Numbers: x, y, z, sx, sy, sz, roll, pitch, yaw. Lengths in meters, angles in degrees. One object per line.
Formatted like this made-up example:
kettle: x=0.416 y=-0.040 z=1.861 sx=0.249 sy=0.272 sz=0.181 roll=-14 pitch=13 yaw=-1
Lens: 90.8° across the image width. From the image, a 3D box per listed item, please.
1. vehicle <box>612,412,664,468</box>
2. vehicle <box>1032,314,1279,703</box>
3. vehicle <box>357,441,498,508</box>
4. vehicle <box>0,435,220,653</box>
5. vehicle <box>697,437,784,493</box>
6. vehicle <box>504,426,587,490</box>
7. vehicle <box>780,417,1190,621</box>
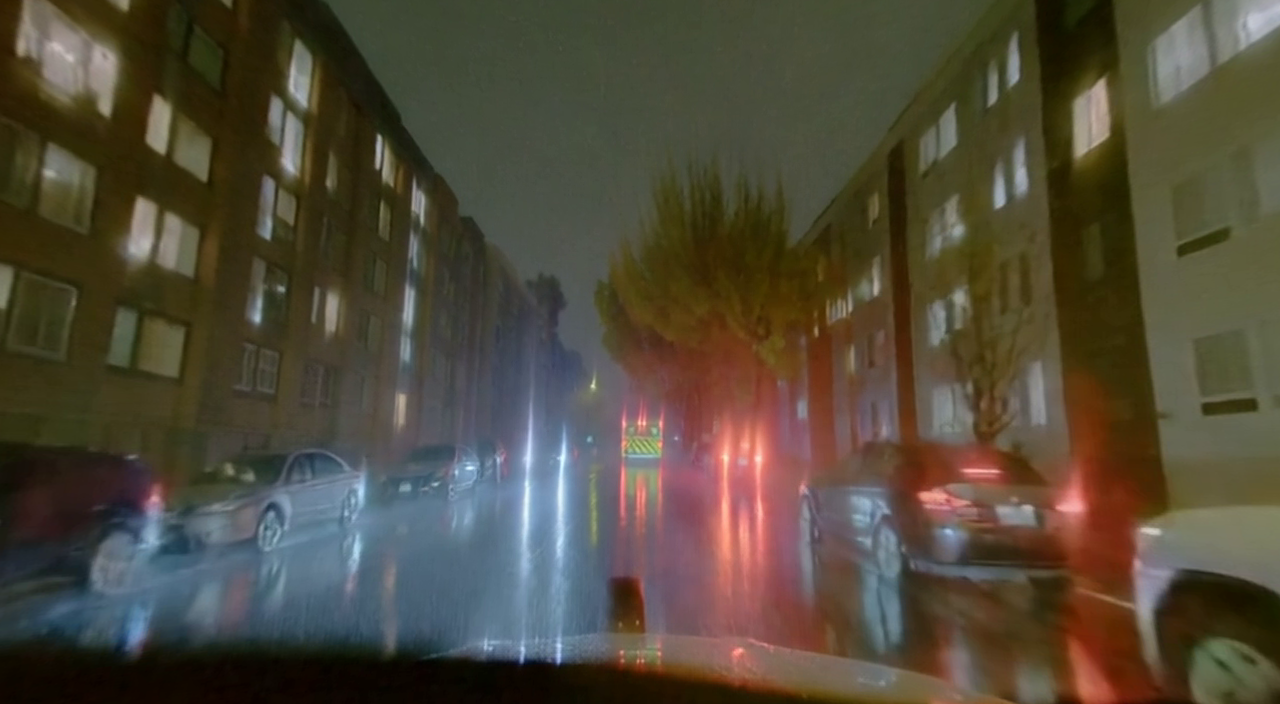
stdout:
vehicle: x=-0.231 y=5.296 z=38.067 sx=2.754 sy=3.008 sz=7.730 roll=0 pitch=-8 yaw=-2
vehicle: x=3.348 y=0.644 z=1.105 sx=2.188 sy=1.810 sz=4.709 roll=1 pitch=-8 yaw=-2
vehicle: x=-5.296 y=3.089 z=16.554 sx=2.047 sy=1.471 sz=4.647 roll=0 pitch=-8 yaw=0
vehicle: x=-5.363 y=1.332 z=4.403 sx=1.921 sy=1.482 sz=4.280 roll=0 pitch=-8 yaw=0
vehicle: x=3.329 y=3.809 z=21.757 sx=2.035 sy=1.549 sz=4.373 roll=5 pitch=-8 yaw=-2
vehicle: x=-2.940 y=3.386 z=20.530 sx=2.029 sy=1.802 sz=4.229 roll=-1 pitch=-8 yaw=0
vehicle: x=3.314 y=1.714 z=7.509 sx=2.155 sy=1.553 sz=4.738 roll=2 pitch=-9 yaw=-1
